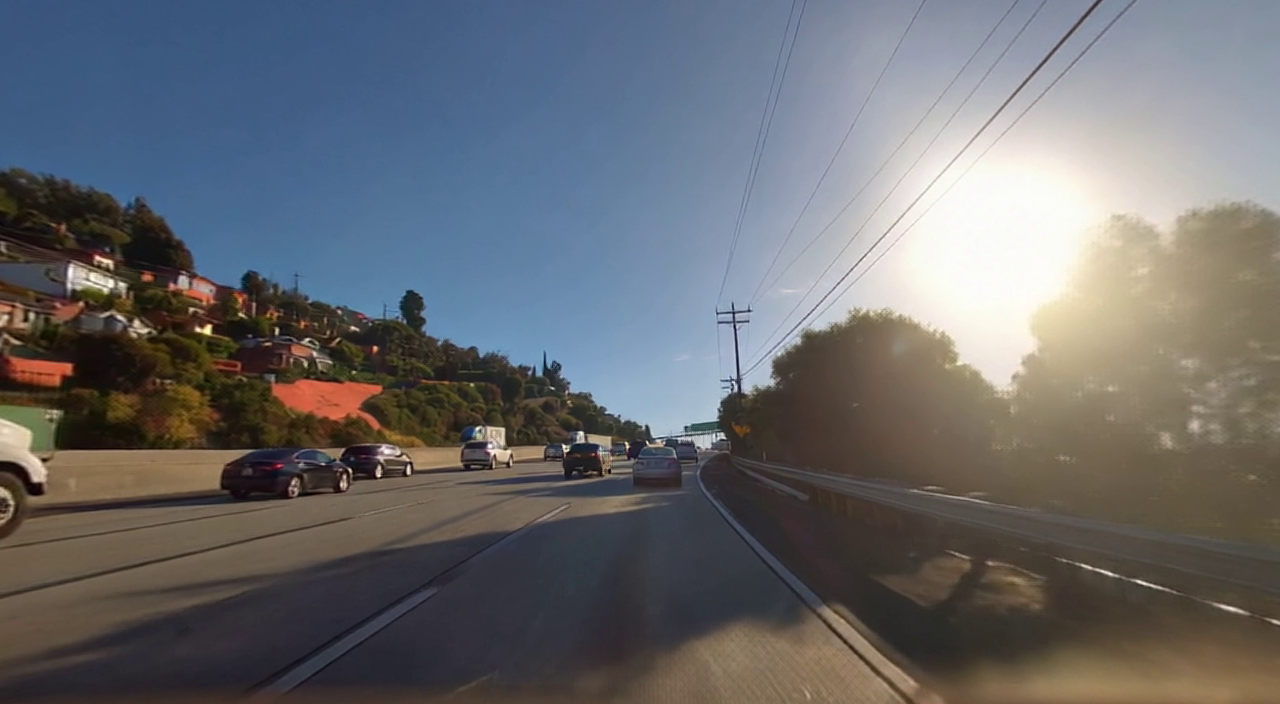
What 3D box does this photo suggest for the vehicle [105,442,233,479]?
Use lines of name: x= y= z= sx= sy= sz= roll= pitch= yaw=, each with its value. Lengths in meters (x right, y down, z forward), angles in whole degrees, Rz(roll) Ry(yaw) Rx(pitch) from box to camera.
vehicle: x=-20.947 y=4.816 z=28.328 sx=1.902 sy=1.536 sz=4.561 roll=-1 pitch=-8 yaw=6

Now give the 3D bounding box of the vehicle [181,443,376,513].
vehicle: x=-8.738 y=3.041 z=15.833 sx=1.959 sy=1.469 sz=4.450 roll=-1 pitch=-8 yaw=5

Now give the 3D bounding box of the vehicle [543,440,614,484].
vehicle: x=-2.448 y=4.518 z=26.269 sx=2.121 sy=1.639 sz=4.383 roll=-1 pitch=-8 yaw=6

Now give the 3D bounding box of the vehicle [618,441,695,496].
vehicle: x=0.585 y=3.511 z=19.406 sx=2.109 sy=1.495 sz=3.935 roll=-1 pitch=-8 yaw=4

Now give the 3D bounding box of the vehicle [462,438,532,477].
vehicle: x=-7.215 y=5.358 z=32.396 sx=2.080 sy=1.833 sz=4.461 roll=-1 pitch=-8 yaw=7
